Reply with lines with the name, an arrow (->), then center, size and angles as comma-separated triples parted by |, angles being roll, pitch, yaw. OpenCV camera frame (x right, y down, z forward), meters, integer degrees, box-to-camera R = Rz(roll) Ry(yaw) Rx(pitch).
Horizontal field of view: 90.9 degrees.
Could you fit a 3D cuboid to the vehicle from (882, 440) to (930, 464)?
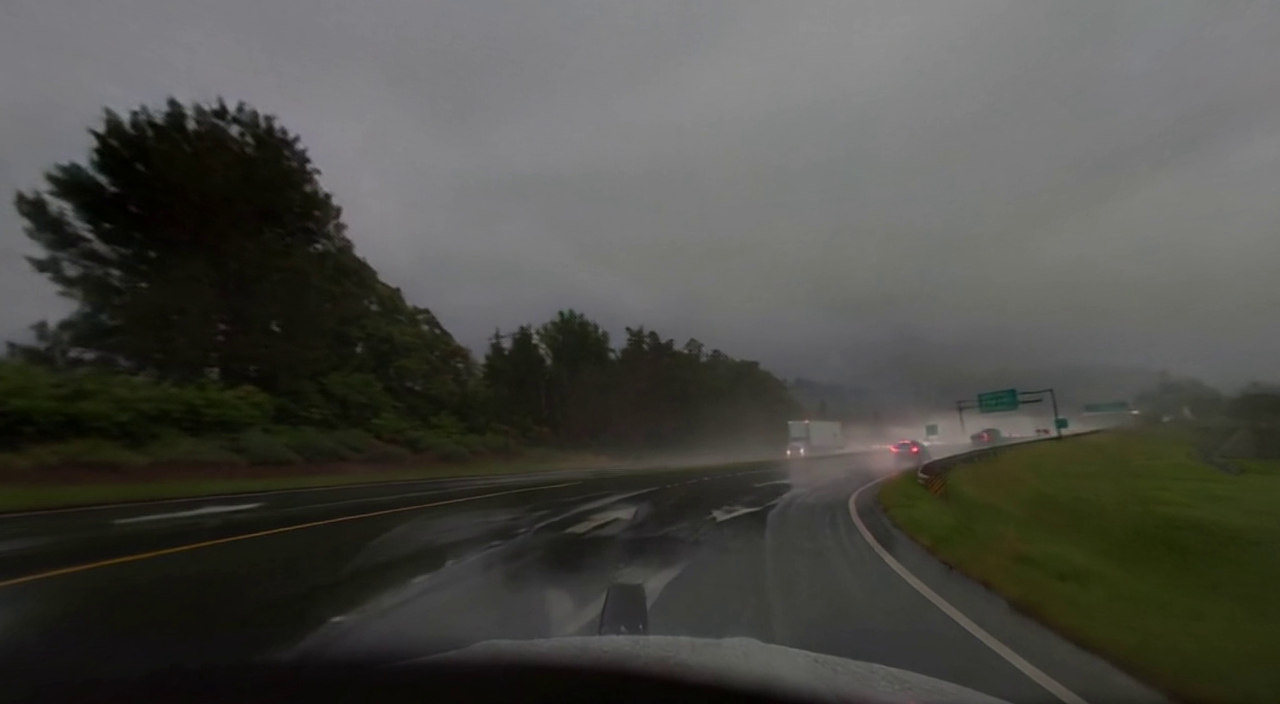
vehicle -> 16.616, 6.213, 39.234 | 1.807, 1.427, 3.645 | -7, -11, 36
